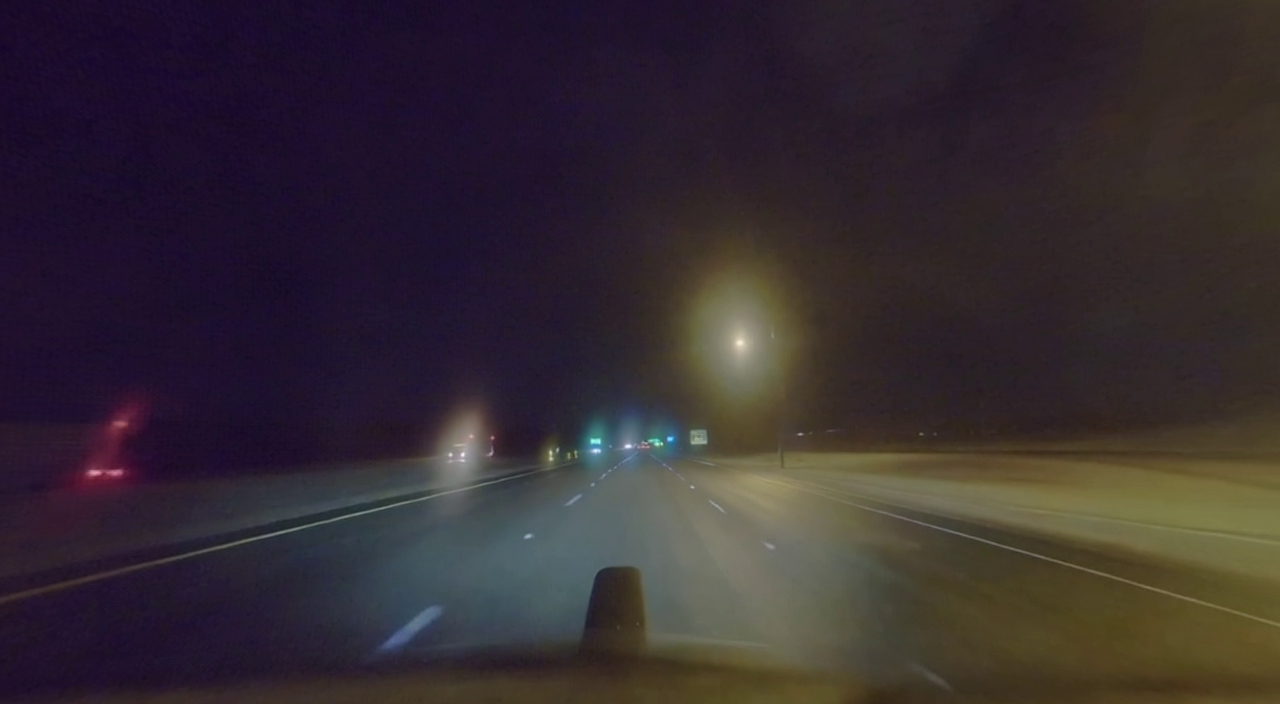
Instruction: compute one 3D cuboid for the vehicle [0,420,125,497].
[{"bbox_3d":[-36.808,5.889,34.716,2.951,4.212,16.402,0,-9,0],"label":"vehicle"}]
